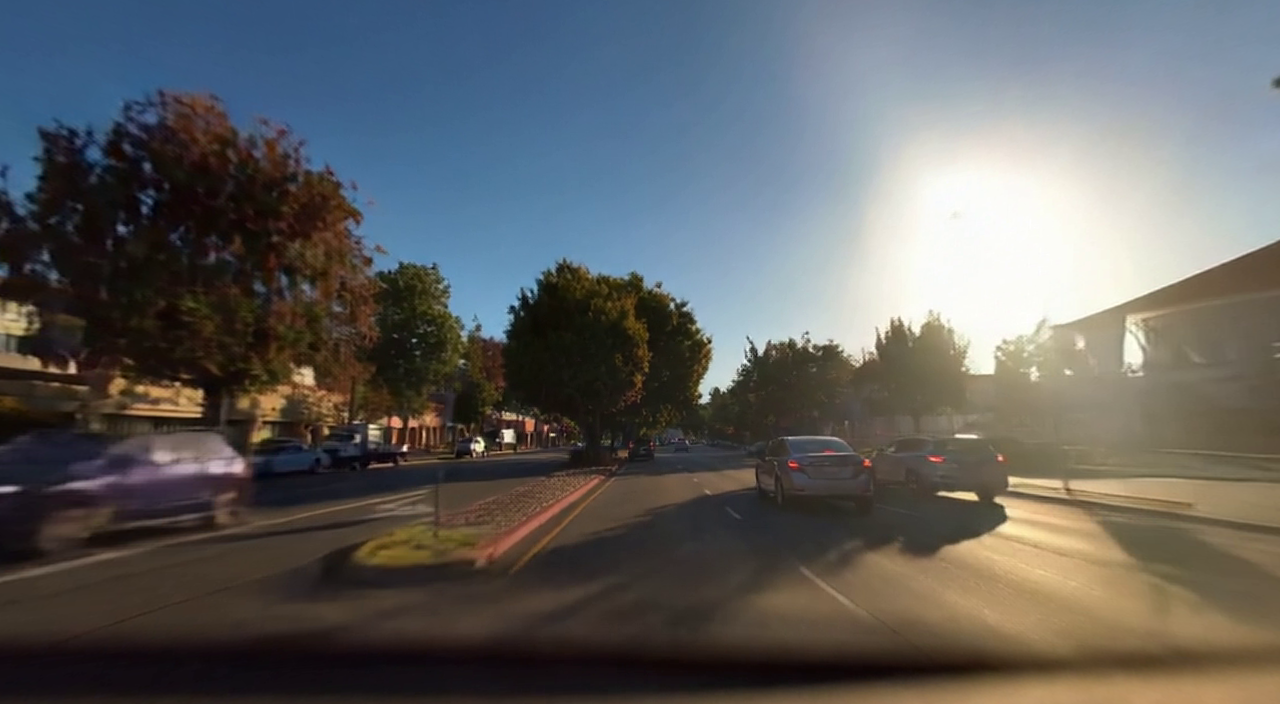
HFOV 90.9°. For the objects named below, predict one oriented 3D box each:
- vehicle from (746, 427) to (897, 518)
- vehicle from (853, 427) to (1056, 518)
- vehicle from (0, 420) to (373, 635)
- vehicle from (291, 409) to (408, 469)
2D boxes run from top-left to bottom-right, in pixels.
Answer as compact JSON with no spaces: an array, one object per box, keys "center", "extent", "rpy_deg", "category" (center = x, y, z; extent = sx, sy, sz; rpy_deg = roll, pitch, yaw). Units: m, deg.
[{"center":[3.688,2.524,13.652],"extent":[2.072,1.669,3.836],"rpy_deg":[0,-8,0],"category":"vehicle"},{"center":[6.914,2.684,14.650],"extent":[2.134,1.738,4.833],"rpy_deg":[0,-8,-1],"category":"vehicle"},{"center":[-4.792,1.512,6.546],"extent":[2.084,1.415,4.580],"rpy_deg":[0,-8,-1],"category":"vehicle"},{"center":[-18.559,5.750,41.293],"extent":[2.935,3.431,9.380],"rpy_deg":[-1,-9,2],"category":"vehicle"}]
